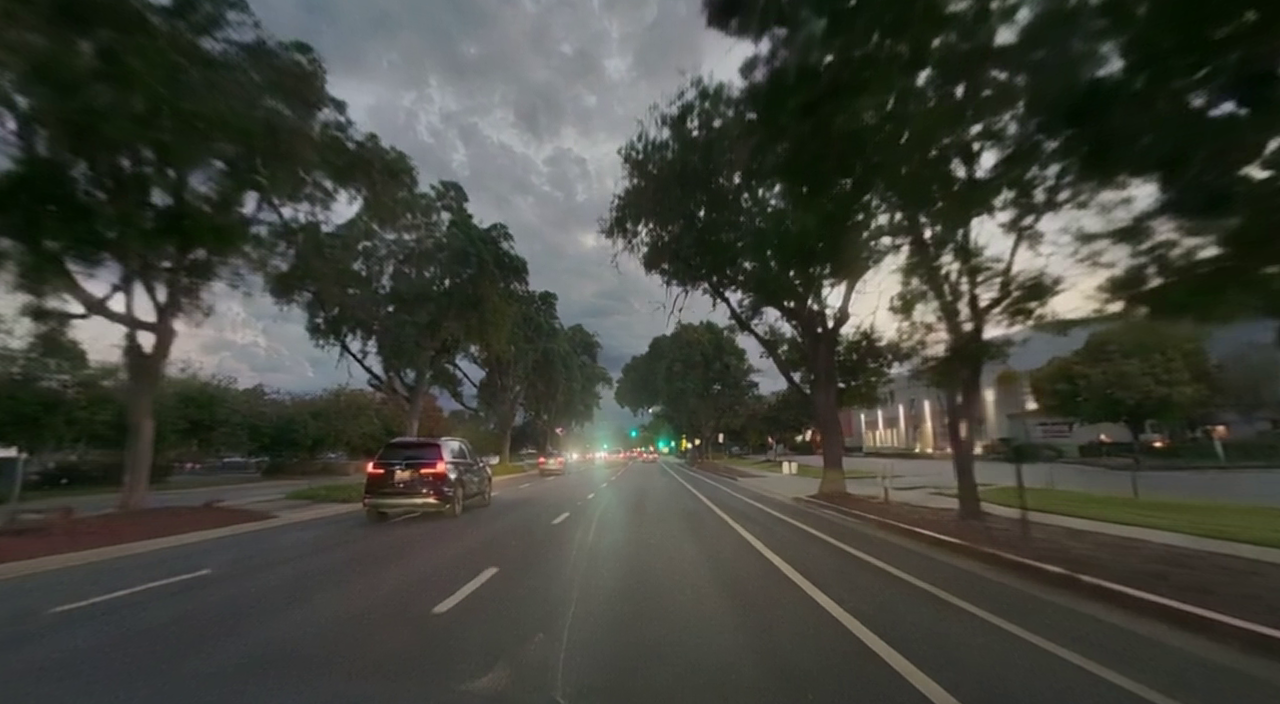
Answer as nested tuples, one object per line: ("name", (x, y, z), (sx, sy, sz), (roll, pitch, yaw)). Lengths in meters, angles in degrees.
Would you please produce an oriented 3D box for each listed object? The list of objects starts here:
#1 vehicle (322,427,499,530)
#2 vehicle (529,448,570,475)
("vehicle", (-4.457, 2.531, 13.117), (2.123, 1.761, 4.322), (0, -9, -1))
("vehicle", (-6.026, 7.384, 42.533), (1.985, 1.708, 4.310), (0, -9, 2))
